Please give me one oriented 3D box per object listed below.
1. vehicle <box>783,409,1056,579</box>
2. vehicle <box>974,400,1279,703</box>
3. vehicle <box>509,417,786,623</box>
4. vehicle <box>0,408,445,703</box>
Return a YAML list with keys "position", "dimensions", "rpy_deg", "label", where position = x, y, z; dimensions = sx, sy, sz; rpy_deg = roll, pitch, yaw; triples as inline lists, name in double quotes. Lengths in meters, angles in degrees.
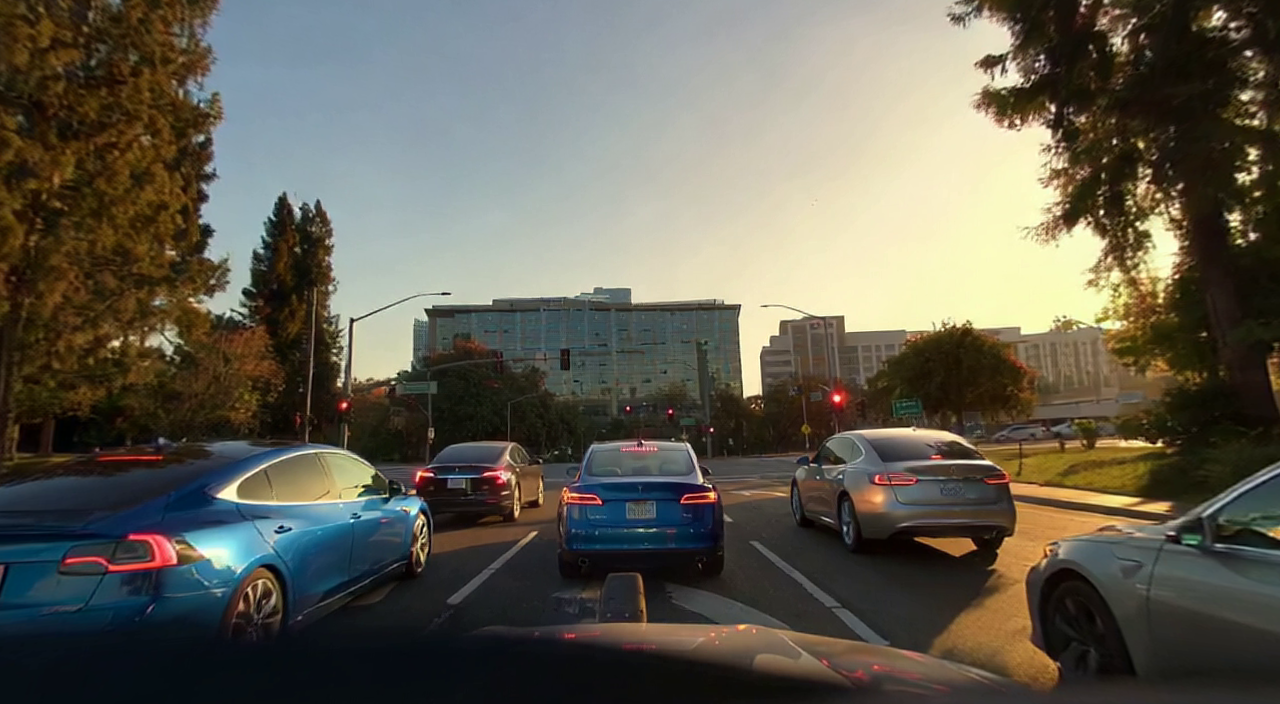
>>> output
- position: [3.418, 1.804, 8.736]
  dimensions: [1.938, 1.732, 4.006]
  rpy_deg: [2, -9, 0]
  label: "vehicle"
- position: [3.314, 0.897, 2.007]
  dimensions: [1.951, 1.522, 4.614]
  rpy_deg: [0, -9, 0]
  label: "vehicle"
- position: [0.024, 1.614, 7.061]
  dimensions: [2.144, 1.563, 4.218]
  rpy_deg: [0, -8, -1]
  label: "vehicle"
- position: [-3.081, 1.271, 4.404]
  dimensions: [2.015, 1.478, 4.407]
  rpy_deg: [0, -8, 0]
  label: "vehicle"
